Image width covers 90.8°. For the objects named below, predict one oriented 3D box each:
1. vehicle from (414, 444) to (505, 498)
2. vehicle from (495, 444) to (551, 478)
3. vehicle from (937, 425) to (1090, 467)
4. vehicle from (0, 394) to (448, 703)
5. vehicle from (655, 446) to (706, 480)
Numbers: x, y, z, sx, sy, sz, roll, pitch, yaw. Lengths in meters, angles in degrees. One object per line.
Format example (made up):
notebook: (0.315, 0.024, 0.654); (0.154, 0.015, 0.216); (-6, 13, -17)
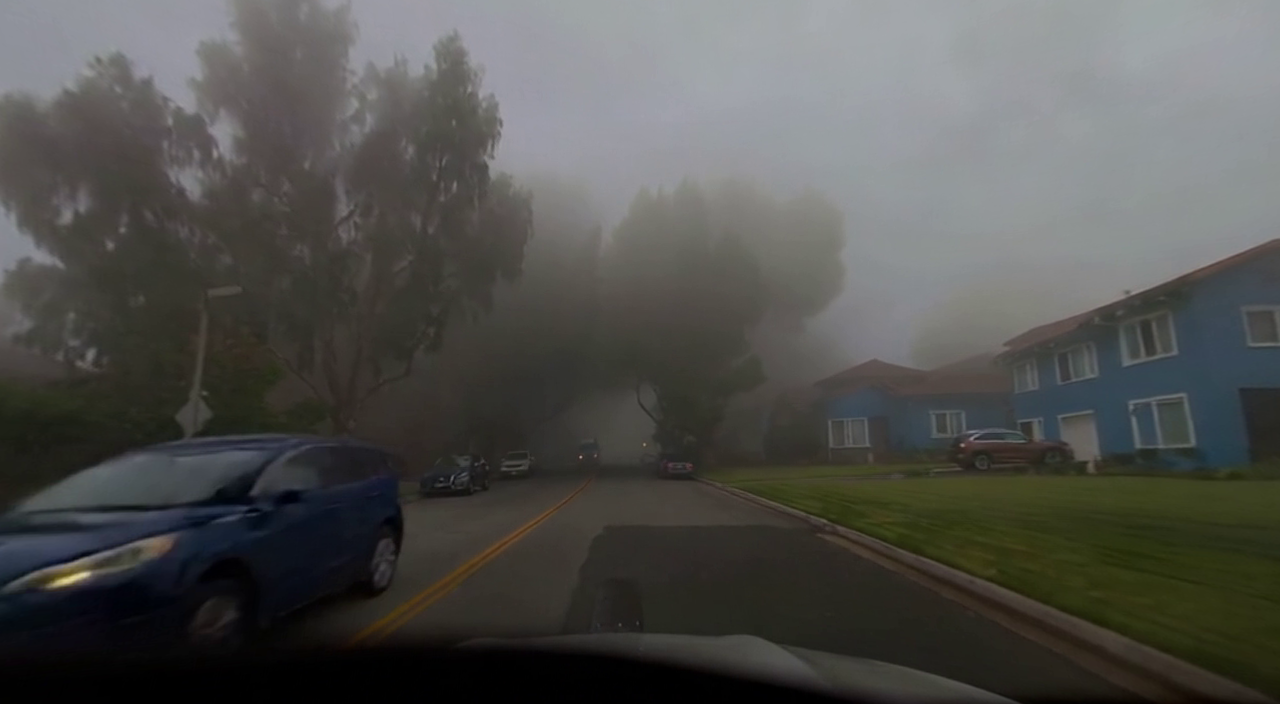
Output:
vehicle: (-6.346, 4.197, 22.782); (2.033, 1.721, 4.328); (0, -9, -1)
vehicle: (-6.802, 6.389, 37.396); (2.265, 1.876, 5.371); (0, -9, 0)
vehicle: (13.500, 3.444, 23.148); (4.370, 1.433, 1.889); (-2, -9, 13)
vehicle: (-3.472, 1.398, 5.594); (2.106, 1.688, 4.392); (0, -9, 1)
vehicle: (1.932, 5.474, 31.467); (1.996, 1.516, 4.122); (0, -9, -4)
